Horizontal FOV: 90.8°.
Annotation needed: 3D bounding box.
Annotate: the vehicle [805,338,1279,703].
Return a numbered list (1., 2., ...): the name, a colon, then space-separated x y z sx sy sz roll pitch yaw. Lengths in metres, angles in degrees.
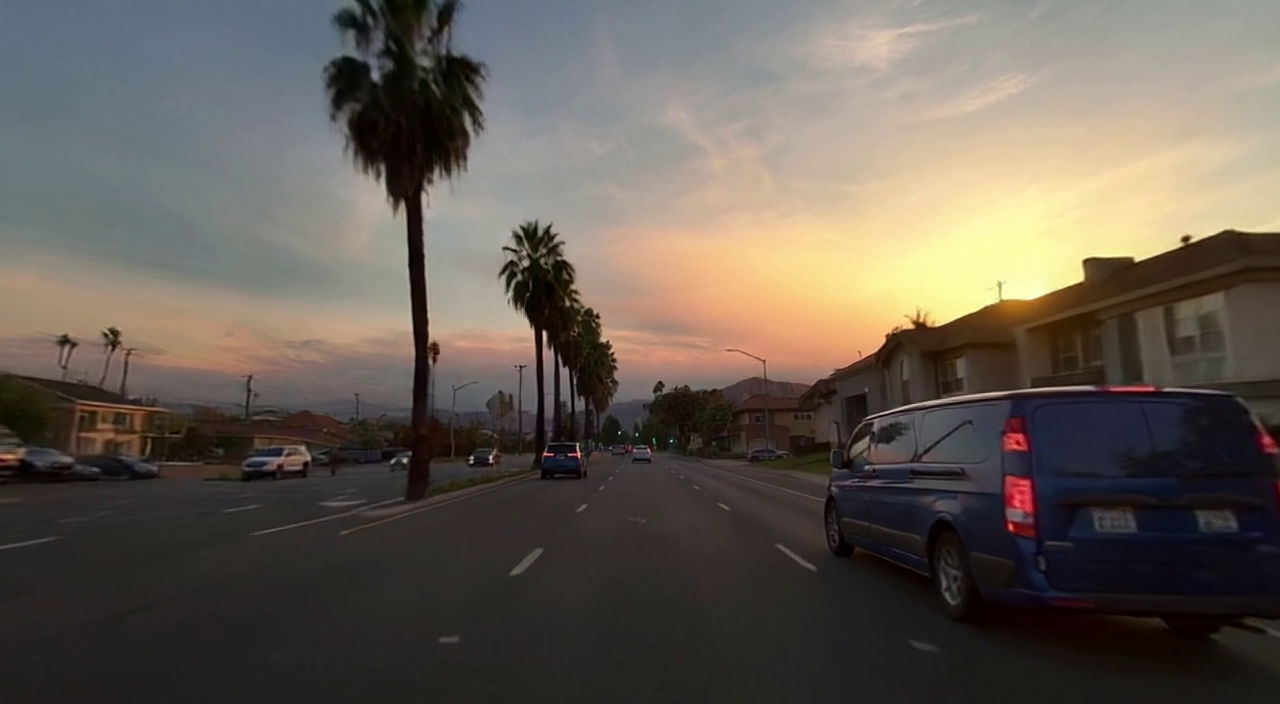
1. vehicle: 3.309 1.231 5.731 2.234 1.912 4.847 0 -9 -1

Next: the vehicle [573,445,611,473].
1. vehicle: -2.697 6.125 36.411 1.869 1.454 4.142 0 -9 0

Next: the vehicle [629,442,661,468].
1. vehicle: 0.280 7.310 45.132 2.191 1.761 3.857 0 -9 -1

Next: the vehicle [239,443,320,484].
1. vehicle: -21.429 6.602 37.853 1.931 2.187 5.001 -1 -8 0

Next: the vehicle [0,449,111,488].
1. vehicle: -29.554 5.794 31.615 4.268 1.758 2.120 -1 -7 1

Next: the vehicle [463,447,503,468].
1. vehicle: -11.835 7.983 47.873 1.857 1.473 4.298 0 -9 0

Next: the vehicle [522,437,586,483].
1. vehicle: -3.388 4.362 25.711 1.967 1.703 4.157 0 -9 1
